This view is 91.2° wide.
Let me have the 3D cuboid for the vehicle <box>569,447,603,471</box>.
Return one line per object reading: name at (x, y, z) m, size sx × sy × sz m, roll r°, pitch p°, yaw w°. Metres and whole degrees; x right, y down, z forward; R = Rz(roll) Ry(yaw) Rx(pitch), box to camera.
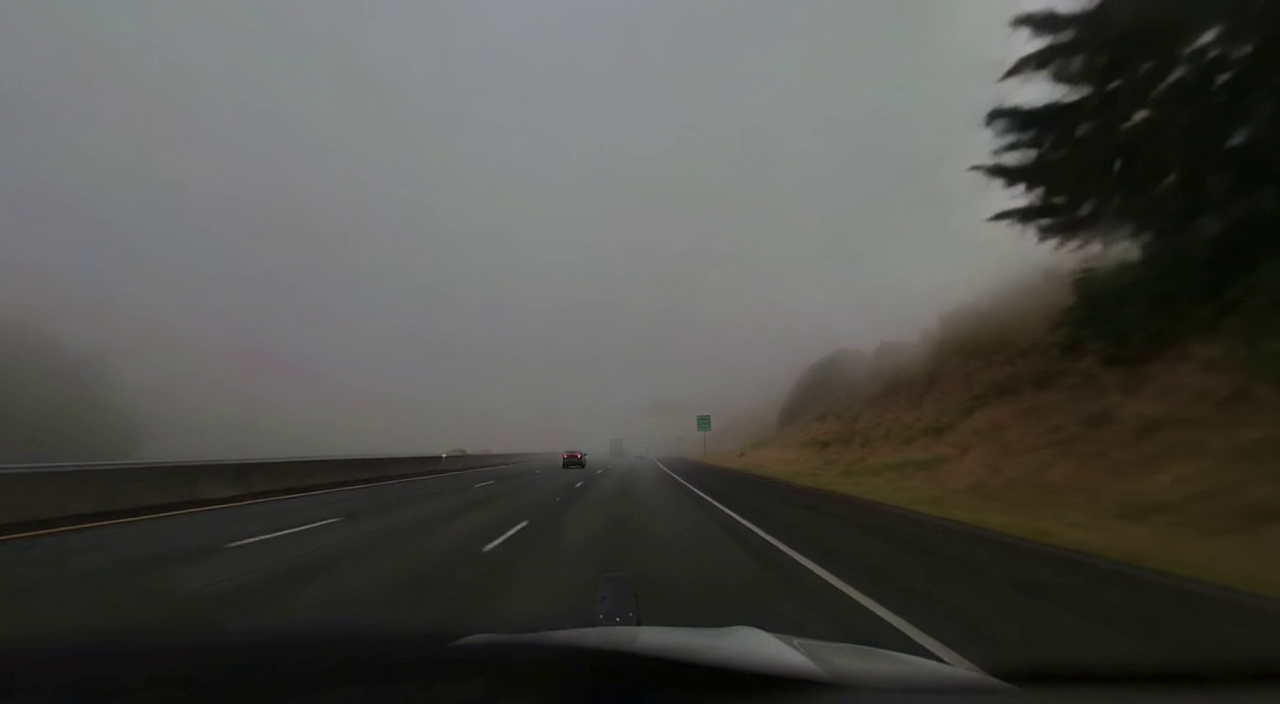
vehicle at (-3.503, 7.020, 41.316) m, size 1.895 × 1.482 × 3.852 m, roll 0°, pitch -9°, yaw 0°
